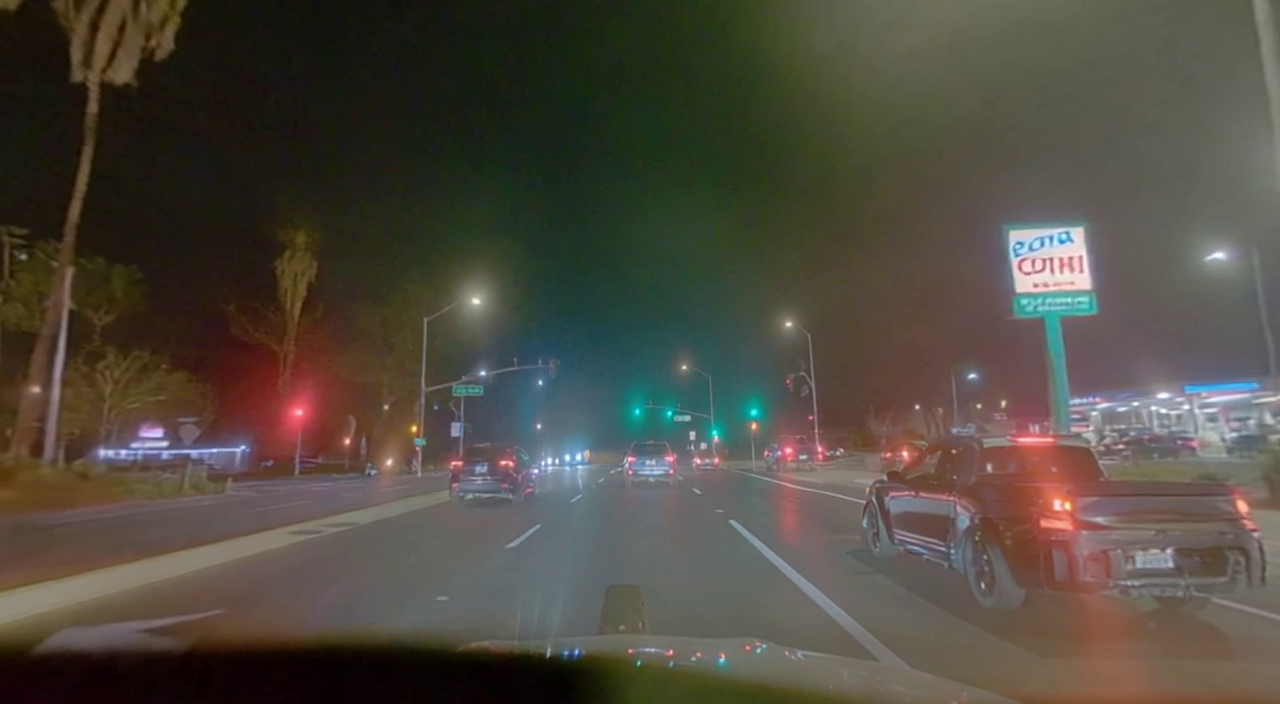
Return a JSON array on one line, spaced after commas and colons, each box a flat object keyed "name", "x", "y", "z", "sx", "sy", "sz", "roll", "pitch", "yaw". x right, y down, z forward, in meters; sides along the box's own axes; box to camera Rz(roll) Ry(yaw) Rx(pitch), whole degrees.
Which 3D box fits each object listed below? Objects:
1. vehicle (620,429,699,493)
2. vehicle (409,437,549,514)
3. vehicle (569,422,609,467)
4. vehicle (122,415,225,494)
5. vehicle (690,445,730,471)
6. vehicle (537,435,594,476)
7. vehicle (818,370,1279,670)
[{"name": "vehicle", "x": 0.585, "y": 3.559, "z": 20.968, "sx": 2.295, "sy": 1.835, "sz": 5.471, "roll": 0, "pitch": -8, "yaw": 1}, {"name": "vehicle", "x": -3.556, "y": 2.814, "z": 14.920, "sx": 1.983, "sy": 1.502, "sz": 4.720, "roll": 0, "pitch": -8, "yaw": 1}, {"name": "vehicle", "x": -3.429, "y": 6.362, "z": 43.366, "sx": 2.393, "sy": 2.865, "sz": 5.466, "roll": 0, "pitch": -8, "yaw": -1}, {"name": "vehicle", "x": -18.611, "y": 4.051, "z": 25.036, "sx": 3.441, "sy": 2.870, "sz": 2.109, "roll": -7, "pitch": -10, "yaw": 35}, {"name": "vehicle", "x": 4.084, "y": 6.258, "z": 37.185, "sx": 1.901, "sy": 1.401, "sz": 3.965, "roll": 0, "pitch": -8, "yaw": 0}, {"name": "vehicle", "x": -3.541, "y": 5.034, "z": 30.728, "sx": 2.071, "sy": 1.811, "sz": 4.605, "roll": 0, "pitch": -8, "yaw": 2}, {"name": "vehicle", "x": 3.745, "y": 1.422, "z": 6.675, "sx": 2.120, "sy": 1.828, "sz": 5.531, "roll": 0, "pitch": -8, "yaw": 1}]
